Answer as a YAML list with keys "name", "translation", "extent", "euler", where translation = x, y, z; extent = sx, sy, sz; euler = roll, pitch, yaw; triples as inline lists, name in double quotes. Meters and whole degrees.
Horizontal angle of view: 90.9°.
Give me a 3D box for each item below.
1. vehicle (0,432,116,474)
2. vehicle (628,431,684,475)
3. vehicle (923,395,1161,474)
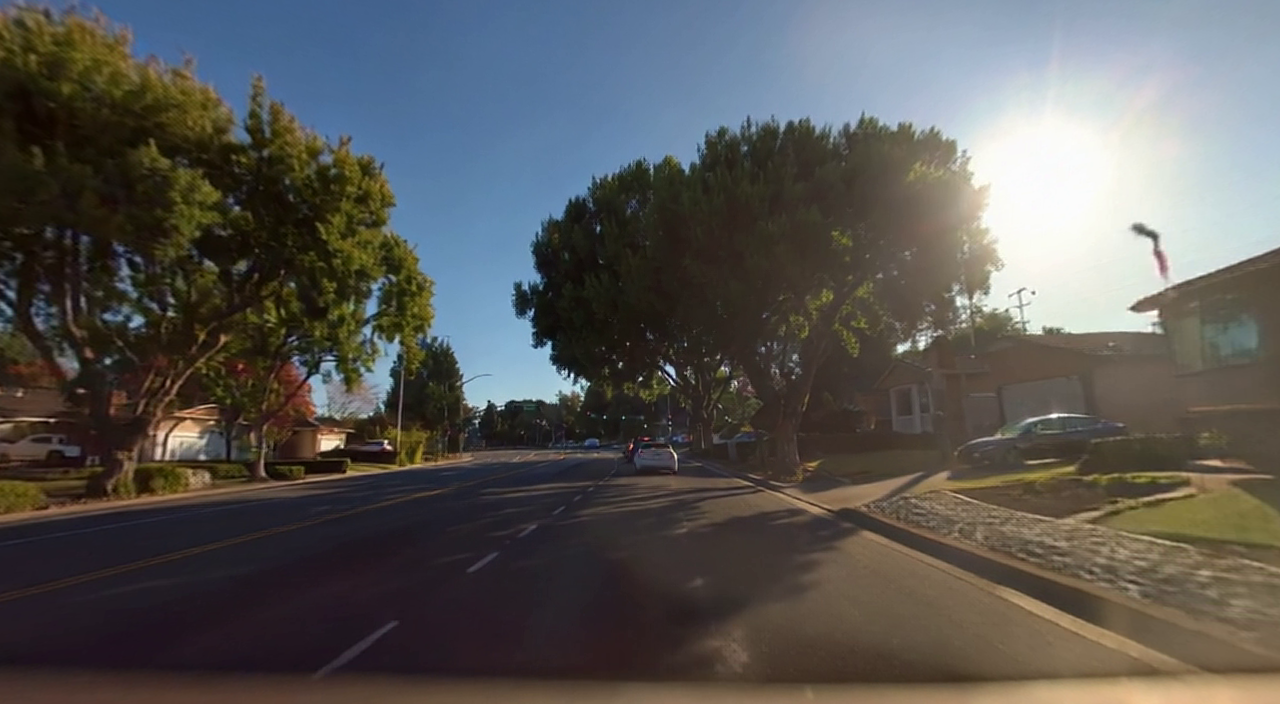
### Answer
- name: "vehicle"
  translation: [-28.443, 4.876, 30.596]
  extent: [5.100, 1.864, 2.490]
  euler: [-4, -9, 25]
- name: "vehicle"
  translation: [0.617, 4.053, 25.342]
  extent: [2.088, 1.607, 3.903]
  euler: [0, -9, 1]
- name: "vehicle"
  translation: [10.235, 2.145, 16.361]
  extent: [4.746, 1.485, 1.916]
  euler: [-6, -8, 0]
